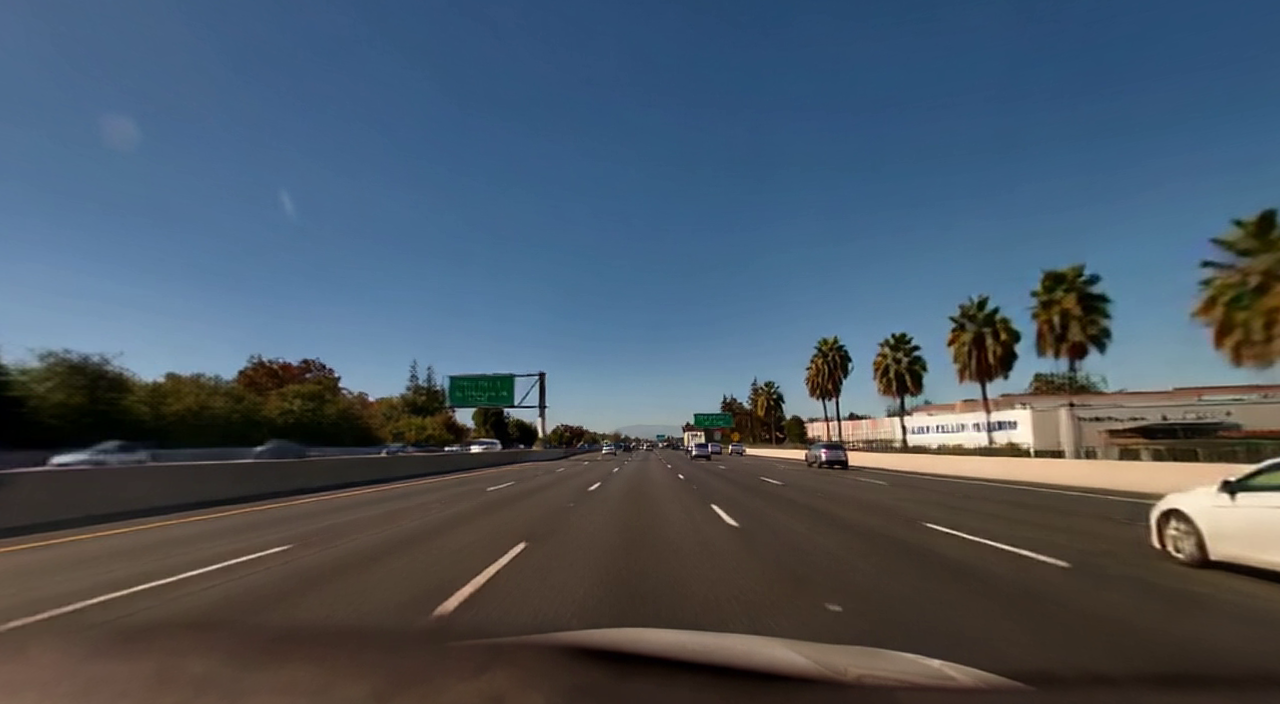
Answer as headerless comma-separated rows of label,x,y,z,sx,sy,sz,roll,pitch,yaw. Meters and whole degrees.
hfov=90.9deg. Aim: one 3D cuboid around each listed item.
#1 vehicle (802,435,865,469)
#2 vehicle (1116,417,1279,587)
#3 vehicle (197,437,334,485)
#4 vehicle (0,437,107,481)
vehicle,11.264,5.862,37.073,2.168,1.861,4.678,0,-8,-1
vehicle,6.904,1.315,5.363,2.071,1.543,4.702,0,-8,1
vehicle,-12.750,3.730,21.876,1.860,1.467,4.559,0,-8,2
vehicle,-22.426,3.845,22.942,1.905,1.475,4.731,0,-8,1
